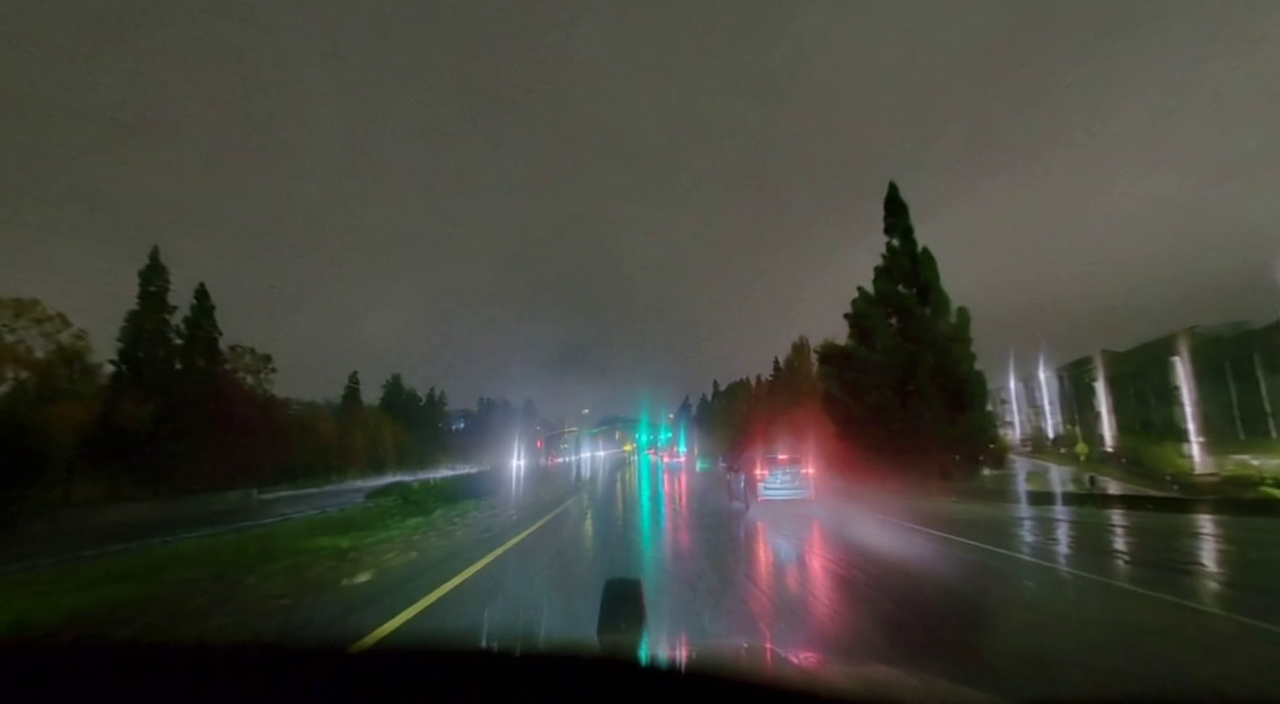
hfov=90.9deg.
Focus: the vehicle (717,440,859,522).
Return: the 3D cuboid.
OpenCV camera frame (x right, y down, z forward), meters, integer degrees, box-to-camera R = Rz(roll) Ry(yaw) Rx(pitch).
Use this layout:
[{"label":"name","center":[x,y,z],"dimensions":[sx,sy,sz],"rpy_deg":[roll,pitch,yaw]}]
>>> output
[{"label":"vehicle","center":[3.083,2.765,14.210],"dimensions":[2.042,1.518,4.477],"rpy_deg":[0,-8,-1]}]
